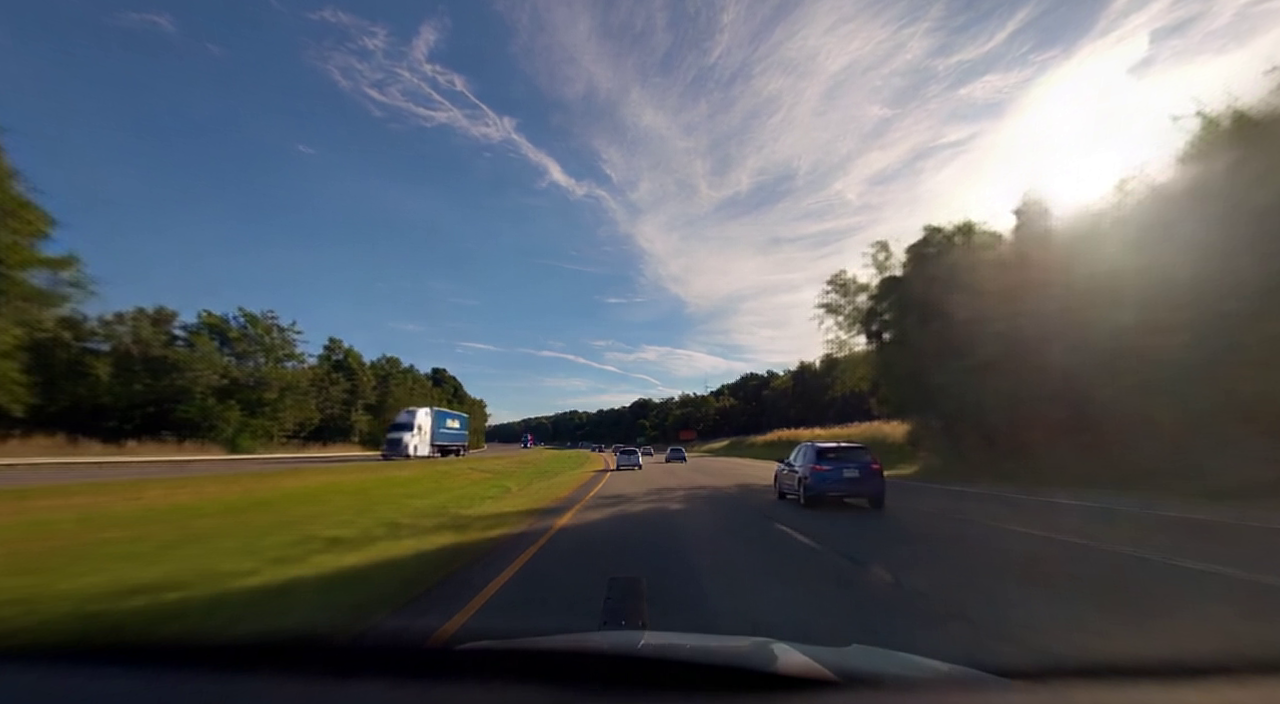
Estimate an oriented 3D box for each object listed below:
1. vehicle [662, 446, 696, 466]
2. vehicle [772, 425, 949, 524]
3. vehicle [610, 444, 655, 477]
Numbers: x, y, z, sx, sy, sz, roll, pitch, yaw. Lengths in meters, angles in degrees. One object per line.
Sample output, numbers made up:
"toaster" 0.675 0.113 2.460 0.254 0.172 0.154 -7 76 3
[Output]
"vehicle" 2.982 8.091 49.065 2.008 1.504 4.291 1 -9 -4
"vehicle" 4.082 2.351 12.476 2.013 1.623 3.916 0 -9 -1
"vehicle" -0.415 5.297 30.942 2.050 1.534 3.771 0 -9 -2
